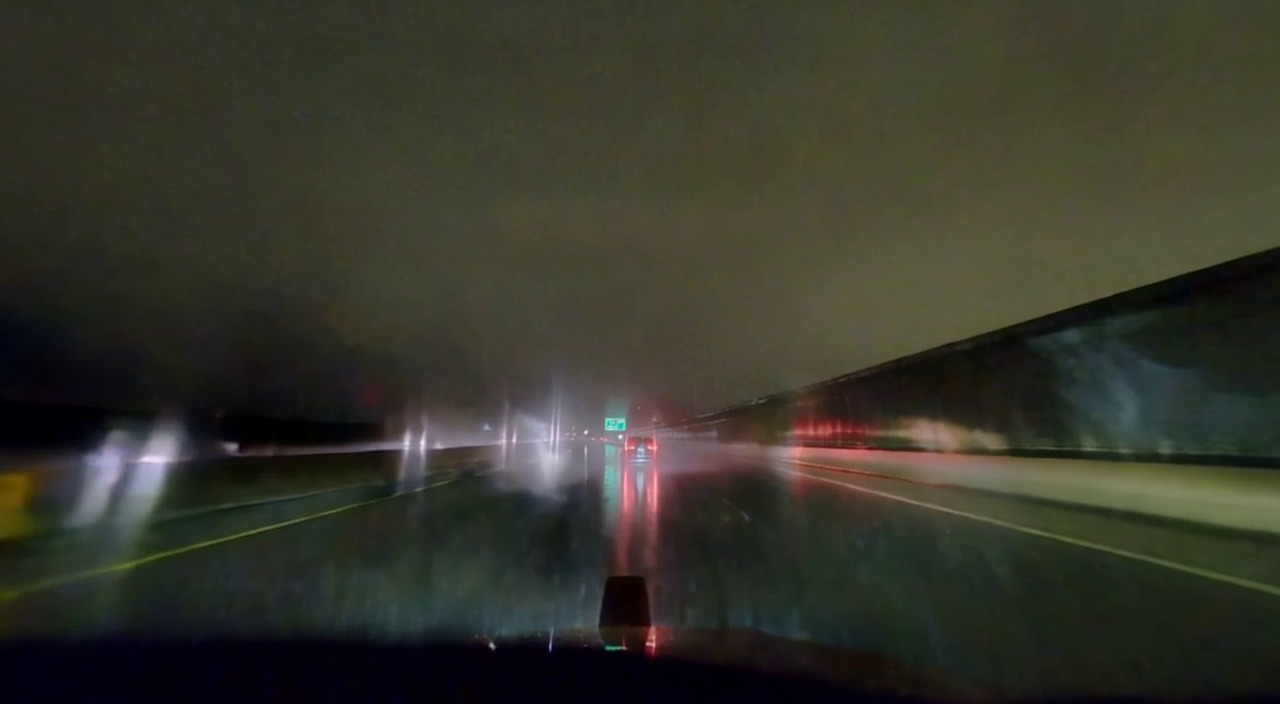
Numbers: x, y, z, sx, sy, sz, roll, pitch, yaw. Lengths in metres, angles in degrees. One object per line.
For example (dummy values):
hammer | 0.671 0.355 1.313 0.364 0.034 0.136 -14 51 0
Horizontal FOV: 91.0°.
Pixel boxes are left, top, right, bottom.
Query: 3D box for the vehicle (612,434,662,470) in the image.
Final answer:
vehicle | -0.138 4.558 28.794 2.130 1.512 4.057 1 -8 0
